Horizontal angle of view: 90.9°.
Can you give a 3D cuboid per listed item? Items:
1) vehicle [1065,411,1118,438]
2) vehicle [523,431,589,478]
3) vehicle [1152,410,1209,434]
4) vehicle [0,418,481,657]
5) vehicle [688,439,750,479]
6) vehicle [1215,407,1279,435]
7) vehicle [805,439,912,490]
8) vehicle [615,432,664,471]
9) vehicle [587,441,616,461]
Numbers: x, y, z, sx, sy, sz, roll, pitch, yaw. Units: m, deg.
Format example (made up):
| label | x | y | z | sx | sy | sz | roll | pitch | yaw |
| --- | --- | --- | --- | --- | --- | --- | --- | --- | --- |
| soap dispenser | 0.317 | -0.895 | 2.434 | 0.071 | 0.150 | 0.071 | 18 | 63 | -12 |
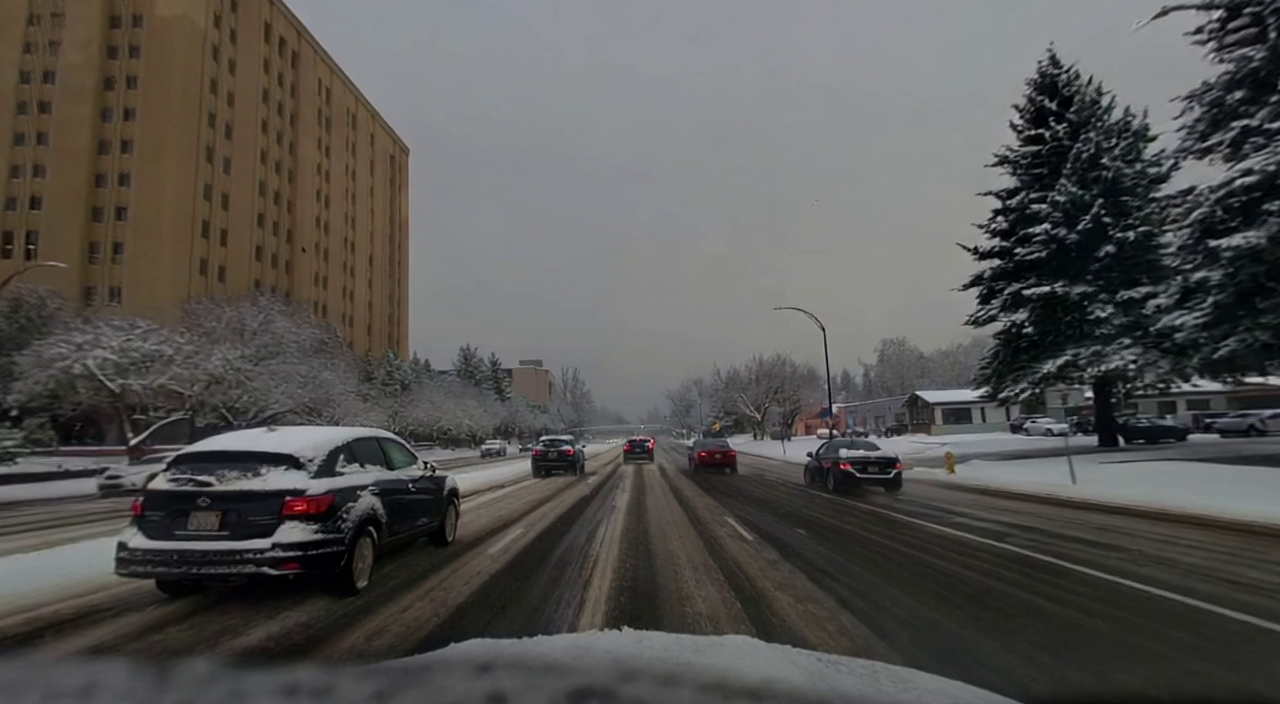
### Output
| label | x | y | z | sx | sy | sz | roll | pitch | yaw |
| --- | --- | --- | --- | --- | --- | --- | --- | --- | --- |
| vehicle | 31.100 | 5.072 | 43.534 | 1.993 | 1.708 | 4.464 | -4 | -9 | 23 |
| vehicle | -3.431 | 4.307 | 26.617 | 2.117 | 1.799 | 4.442 | -1 | -9 | 1 |
| vehicle | 37.131 | 4.854 | 43.437 | 1.854 | 1.471 | 4.595 | -5 | -10 | 27 |
| vehicle | -3.224 | 1.508 | 6.250 | 2.095 | 1.486 | 4.411 | -1 | -9 | 1 |
| vehicle | 3.076 | 4.259 | 25.381 | 1.884 | 1.458 | 4.245 | 0 | -8 | -1 |
| vehicle | 36.607 | 4.205 | 37.782 | 1.864 | 1.492 | 4.145 | -4 | -9 | 25 |
| vehicle | 6.939 | 3.606 | 20.613 | 1.865 | 1.458 | 4.605 | 0 | -9 | 0 |
| vehicle | -0.039 | 5.062 | 32.097 | 2.304 | 1.795 | 4.526 | 0 | -9 | 0 |
| vehicle | -2.947 | 7.705 | 49.108 | 1.900 | 1.454 | 4.086 | -1 | -9 | 1 |
